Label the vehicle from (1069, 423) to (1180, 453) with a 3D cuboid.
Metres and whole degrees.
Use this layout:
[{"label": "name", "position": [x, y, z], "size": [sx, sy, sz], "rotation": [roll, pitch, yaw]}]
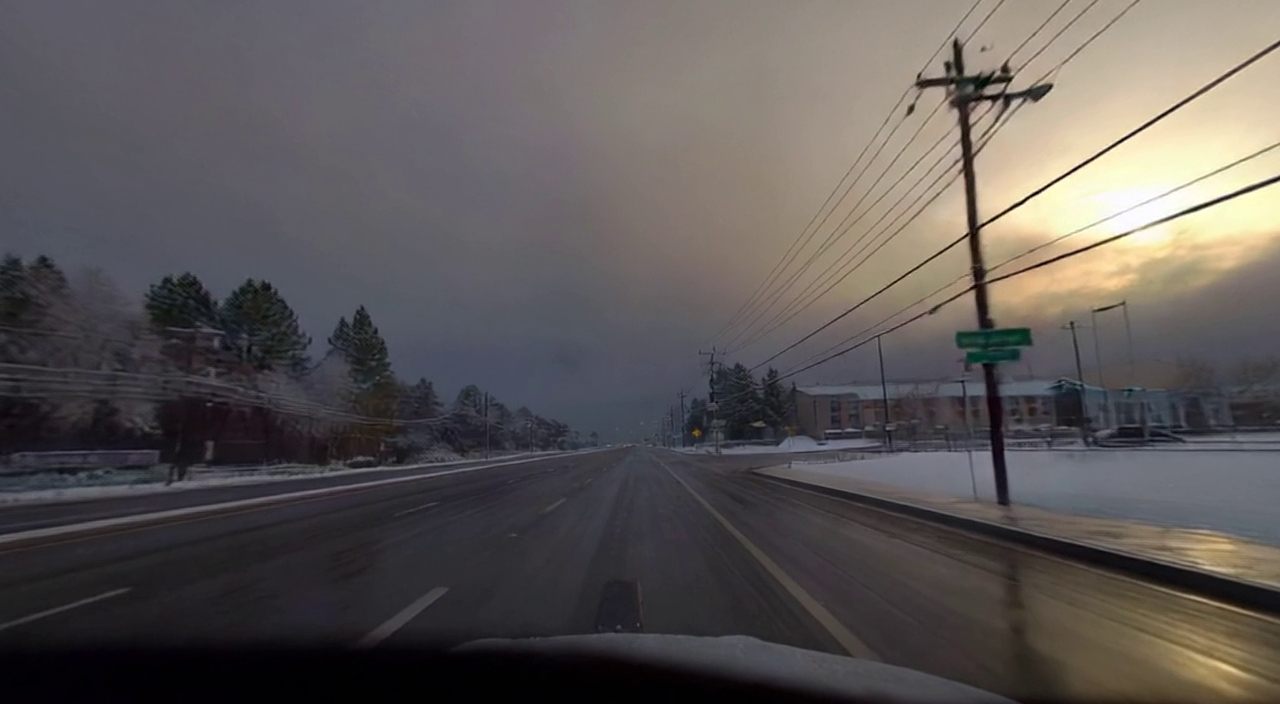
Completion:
[{"label": "vehicle", "position": [25.413, 4.590, 33.412], "size": [1.996, 1.442, 4.785], "rotation": [0, -8, -2]}]
